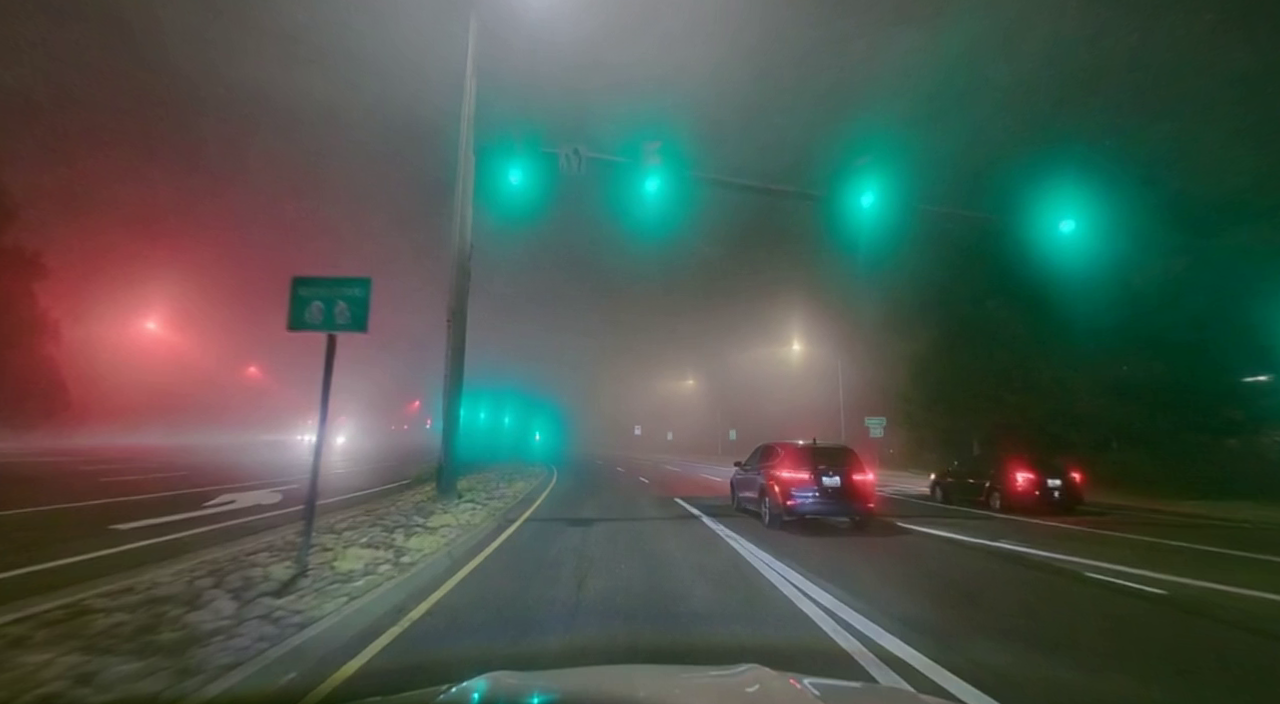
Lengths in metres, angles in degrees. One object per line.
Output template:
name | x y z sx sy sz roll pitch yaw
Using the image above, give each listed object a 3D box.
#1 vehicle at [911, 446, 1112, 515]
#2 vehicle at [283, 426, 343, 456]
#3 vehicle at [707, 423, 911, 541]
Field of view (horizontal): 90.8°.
vehicle | 9.095 3.143 16.074 1.940 1.460 4.652 2 -8 -6
vehicle | -18.655 5.112 36.309 2.206 1.583 4.539 3 -9 -17
vehicle | 2.670 2.193 11.355 2.122 1.646 4.525 1 -8 -4
